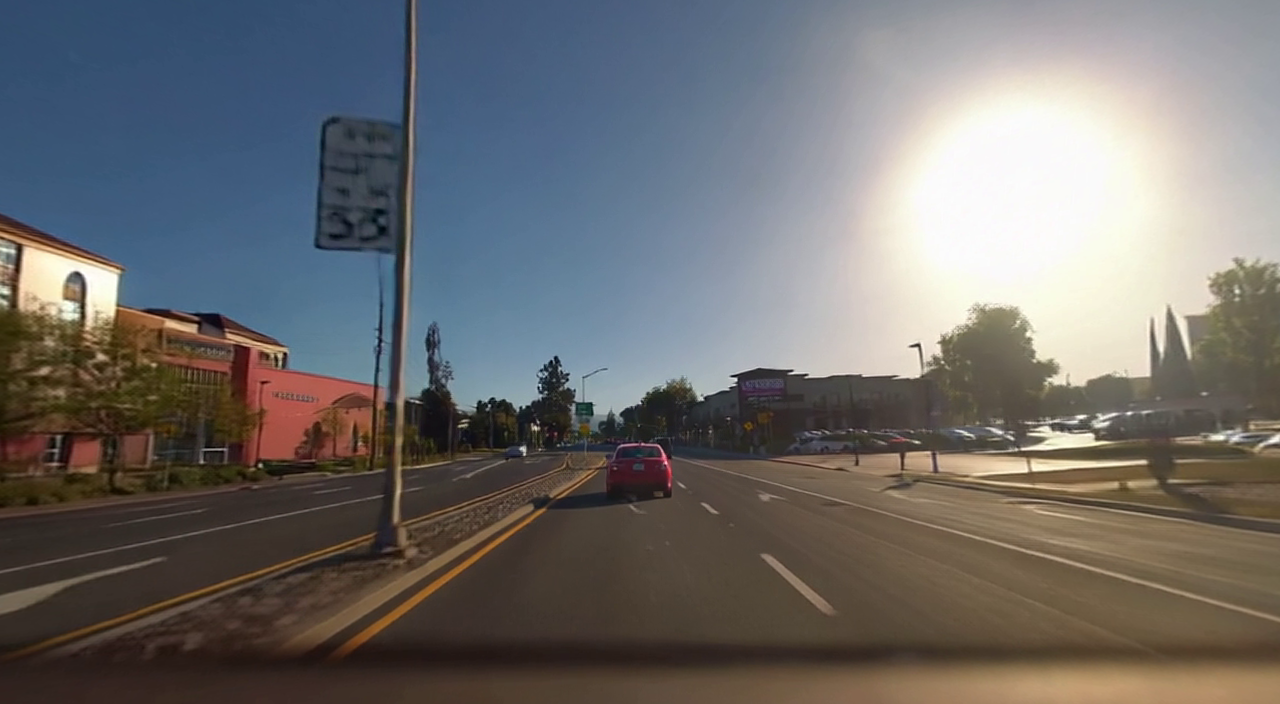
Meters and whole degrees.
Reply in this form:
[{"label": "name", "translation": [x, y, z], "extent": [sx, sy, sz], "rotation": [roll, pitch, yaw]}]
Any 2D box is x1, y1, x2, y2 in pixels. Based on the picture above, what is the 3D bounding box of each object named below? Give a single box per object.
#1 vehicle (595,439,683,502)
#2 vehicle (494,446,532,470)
[{"label": "vehicle", "translation": [-0.065, 3.151, 17.155], "extent": [2.126, 1.475, 3.967], "rotation": [0, -9, -1]}, {"label": "vehicle", "translation": [-9.297, 7.813, 46.481], "extent": [1.903, 1.476, 4.395], "rotation": [-5, -8, -1]}]
